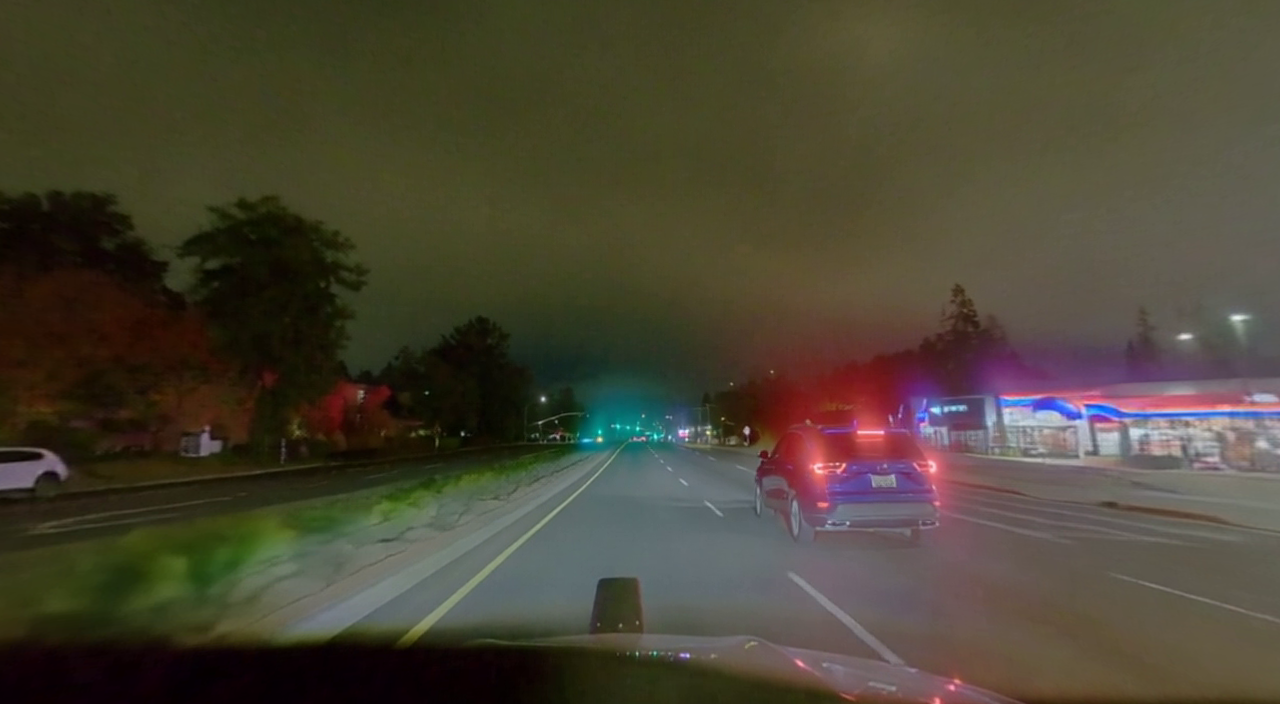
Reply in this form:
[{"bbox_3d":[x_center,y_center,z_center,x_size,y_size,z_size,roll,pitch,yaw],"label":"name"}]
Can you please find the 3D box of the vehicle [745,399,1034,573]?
[{"bbox_3d":[2.983,1.737,8.947,2.130,1.790,4.615,0,-9,-1],"label":"vehicle"}]
